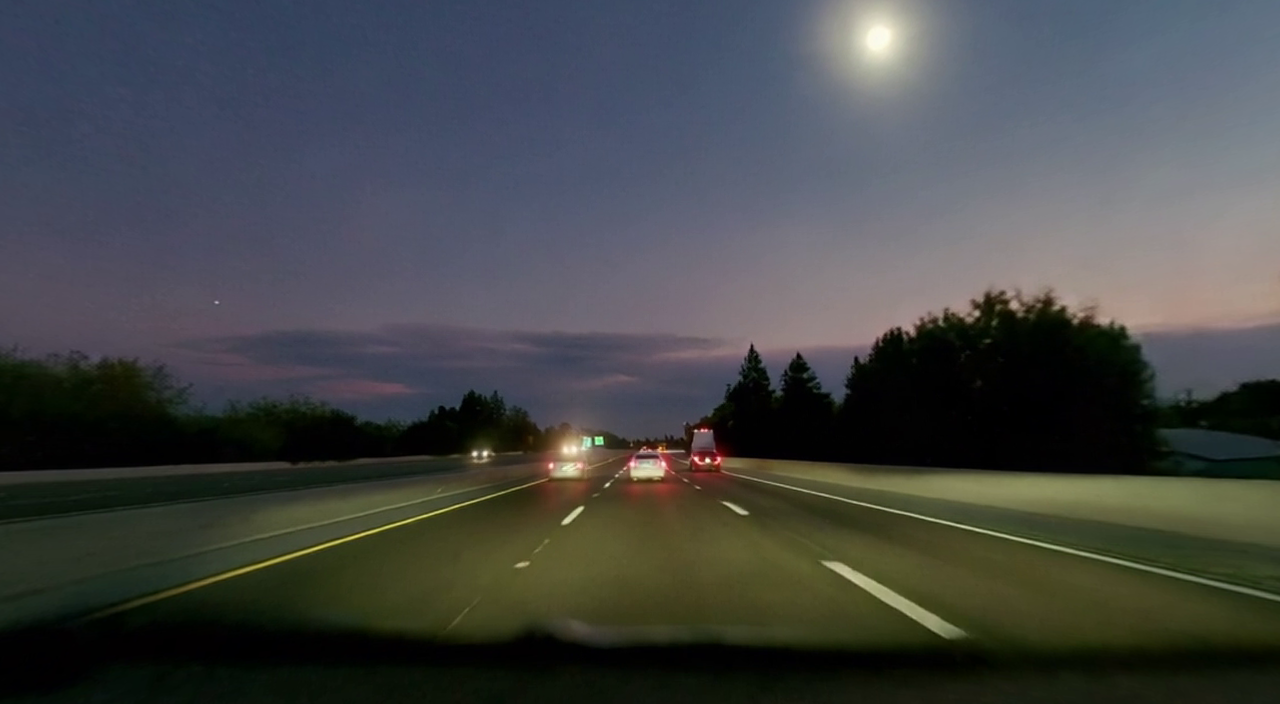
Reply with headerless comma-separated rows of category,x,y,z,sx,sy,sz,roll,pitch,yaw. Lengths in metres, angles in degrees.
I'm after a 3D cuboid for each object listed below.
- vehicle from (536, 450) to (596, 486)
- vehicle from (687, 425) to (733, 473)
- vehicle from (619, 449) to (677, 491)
vehicle,-3.221,5.115,28.182,2.105,1.467,4.099,0,-9,1
vehicle,4.852,6.616,42.746,2.650,2.978,6.937,-2,-10,9
vehicle,0.265,4.634,25.077,2.089,1.516,4.191,0,-9,-1
